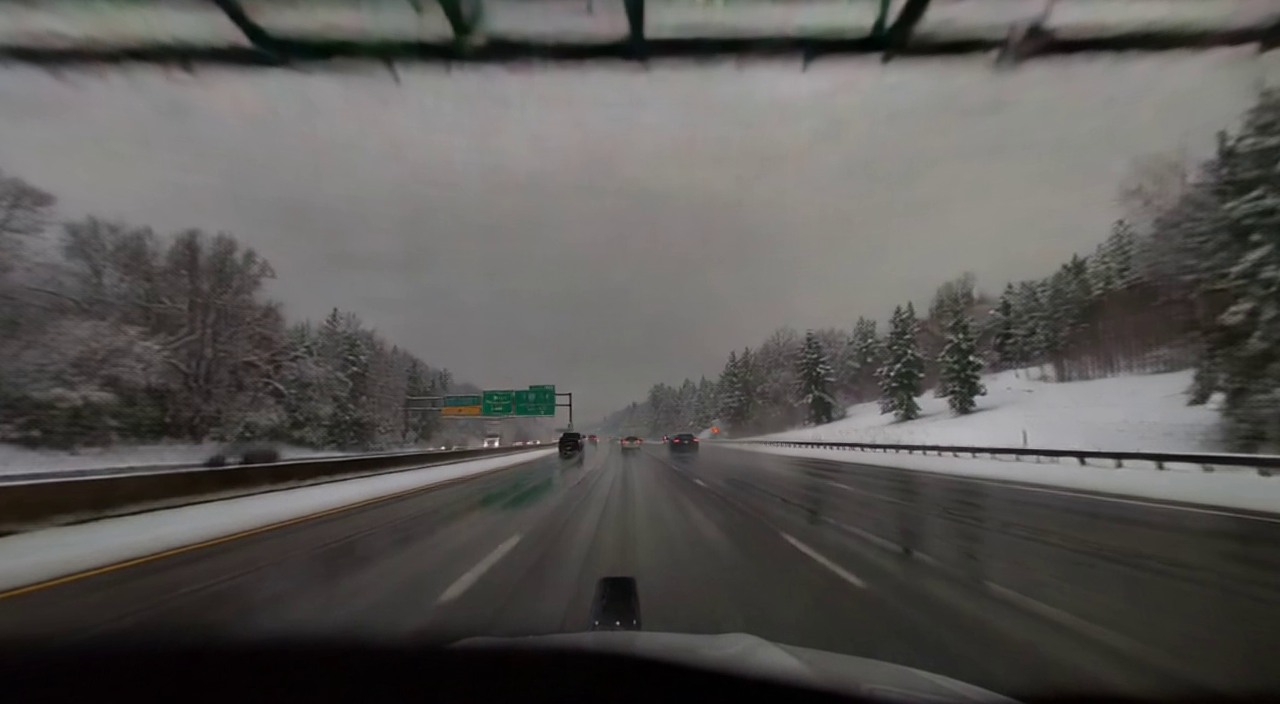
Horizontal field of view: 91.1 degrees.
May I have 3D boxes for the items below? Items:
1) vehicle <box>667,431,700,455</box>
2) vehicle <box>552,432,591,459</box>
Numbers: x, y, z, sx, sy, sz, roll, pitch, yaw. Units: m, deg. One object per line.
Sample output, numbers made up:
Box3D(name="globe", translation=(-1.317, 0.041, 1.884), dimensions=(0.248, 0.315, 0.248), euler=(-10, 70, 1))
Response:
Box3D(name="vehicle", translation=(3.181, 6.742, 46.781), dimensions=(2.066, 1.673, 4.225), euler=(0, -8, -2))
Box3D(name="vehicle", translation=(-4.343, 5.962, 40.440), dimensions=(2.119, 1.629, 3.946), euler=(0, -8, -2))
